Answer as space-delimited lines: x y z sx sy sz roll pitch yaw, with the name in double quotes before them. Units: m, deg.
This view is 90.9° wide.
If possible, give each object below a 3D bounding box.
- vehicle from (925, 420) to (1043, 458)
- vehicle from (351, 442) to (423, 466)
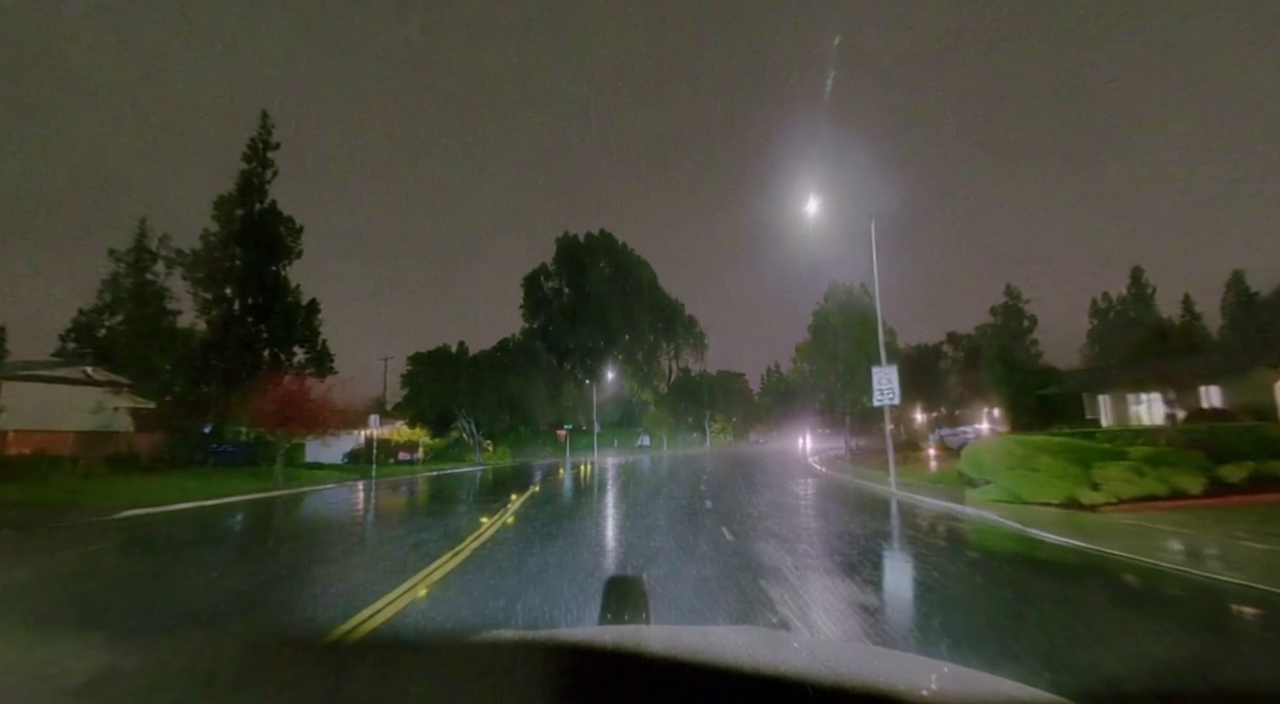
"vehicle" 16.992 4.359 31.401 4.766 1.789 1.939 -3 -9 17
"vehicle" -17.267 6.939 43.031 4.110 1.605 1.968 -2 -9 15
